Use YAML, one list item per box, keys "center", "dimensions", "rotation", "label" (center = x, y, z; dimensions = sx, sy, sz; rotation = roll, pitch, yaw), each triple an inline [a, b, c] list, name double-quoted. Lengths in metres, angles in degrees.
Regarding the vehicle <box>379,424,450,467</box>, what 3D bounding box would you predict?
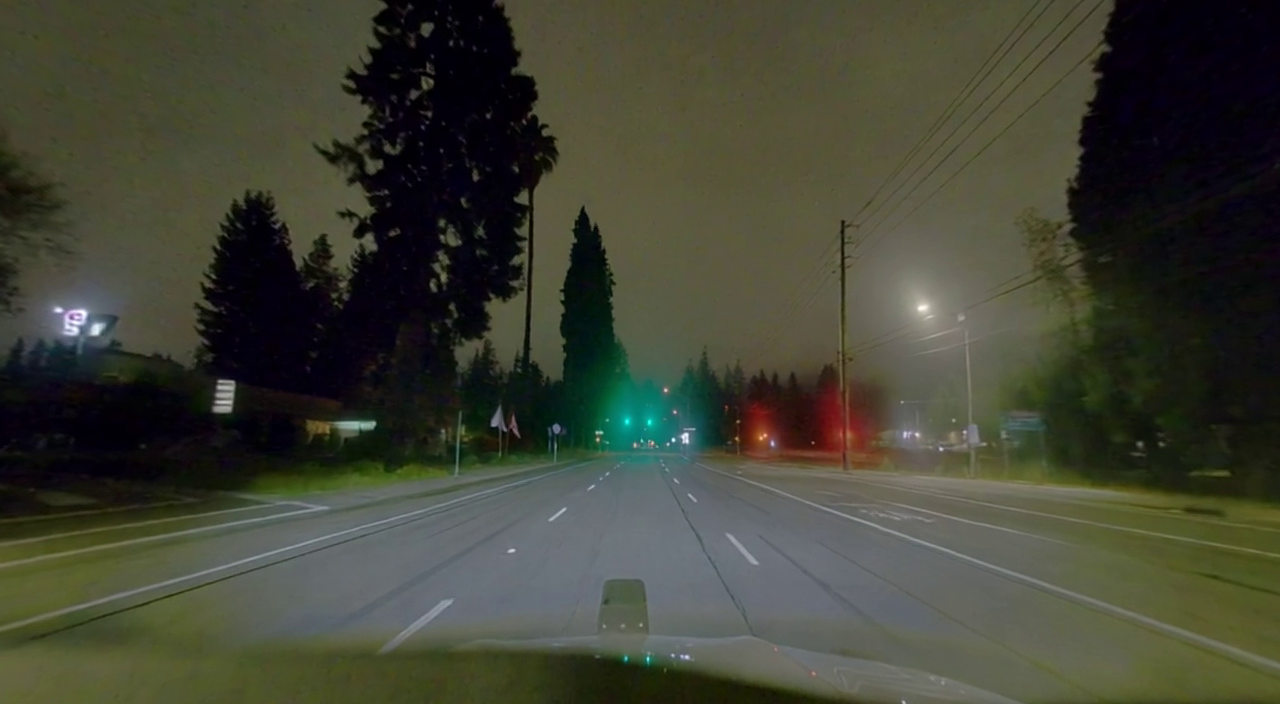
- center: [-13.069, 5.463, 36.973]
  dimensions: [2.476, 2.256, 5.686]
  rotation: [0, -8, -5]
  label: "vehicle"
